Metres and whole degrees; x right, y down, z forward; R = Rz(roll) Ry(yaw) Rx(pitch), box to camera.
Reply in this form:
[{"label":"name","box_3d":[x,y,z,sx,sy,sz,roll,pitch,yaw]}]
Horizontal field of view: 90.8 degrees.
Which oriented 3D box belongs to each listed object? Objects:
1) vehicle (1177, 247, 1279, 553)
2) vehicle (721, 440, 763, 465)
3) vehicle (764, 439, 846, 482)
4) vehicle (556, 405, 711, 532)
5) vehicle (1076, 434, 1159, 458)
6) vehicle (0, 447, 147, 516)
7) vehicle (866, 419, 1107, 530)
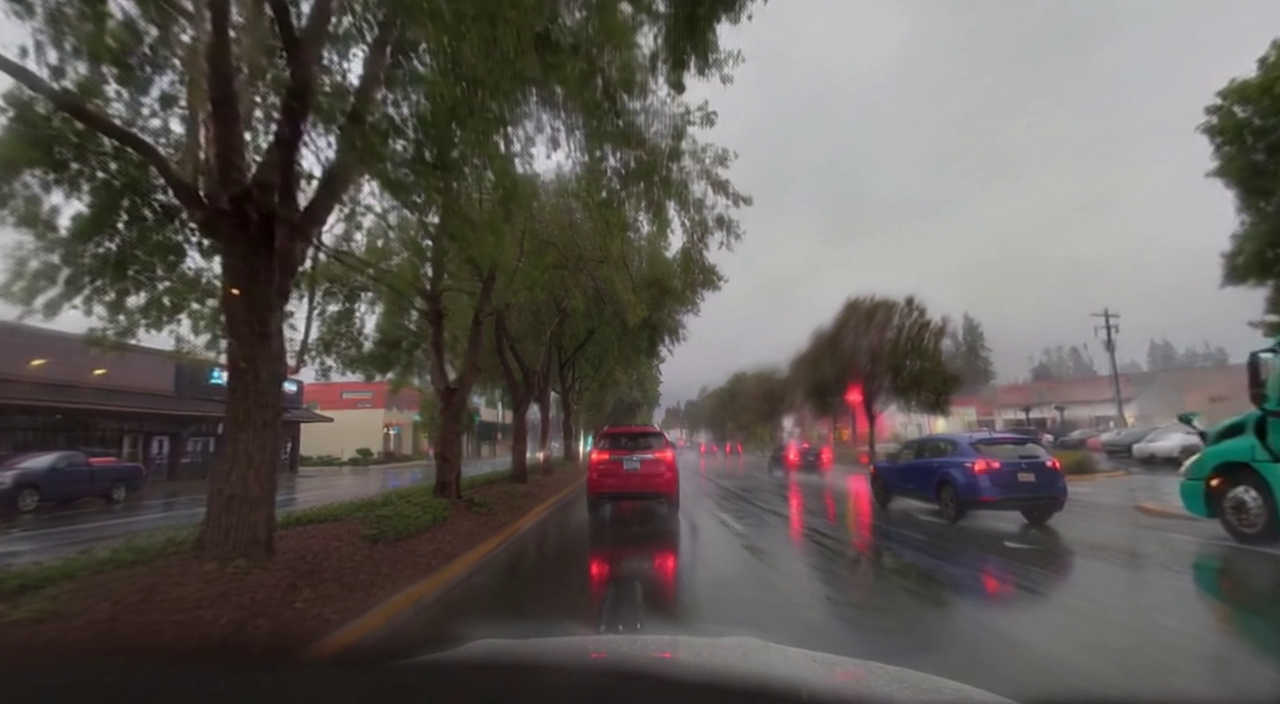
[{"label":"vehicle","box_3d":[10.001,0.203,5.500,3.030,4.019,8.420,0,-9,0]},{"label":"vehicle","box_3d":[6.557,6.518,41.053,1.914,1.523,4.287,0,-9,-2]},{"label":"vehicle","box_3d":[6.455,4.289,25.209,2.035,1.553,4.465,0,-9,0]},{"label":"vehicle","box_3d":[-0.121,2.064,11.640,2.320,1.880,4.192,0,-9,-1]},{"label":"vehicle","box_3d":[33.201,6.565,44.138,1.959,1.580,4.873,0,-9,0]},{"label":"vehicle","box_3d":[-19.255,4.057,20.445,2.302,1.939,5.221,0,-9,1]},{"label":"vehicle","box_3d":[6.223,2.248,12.138,2.056,1.703,4.428,0,-9,0]}]
